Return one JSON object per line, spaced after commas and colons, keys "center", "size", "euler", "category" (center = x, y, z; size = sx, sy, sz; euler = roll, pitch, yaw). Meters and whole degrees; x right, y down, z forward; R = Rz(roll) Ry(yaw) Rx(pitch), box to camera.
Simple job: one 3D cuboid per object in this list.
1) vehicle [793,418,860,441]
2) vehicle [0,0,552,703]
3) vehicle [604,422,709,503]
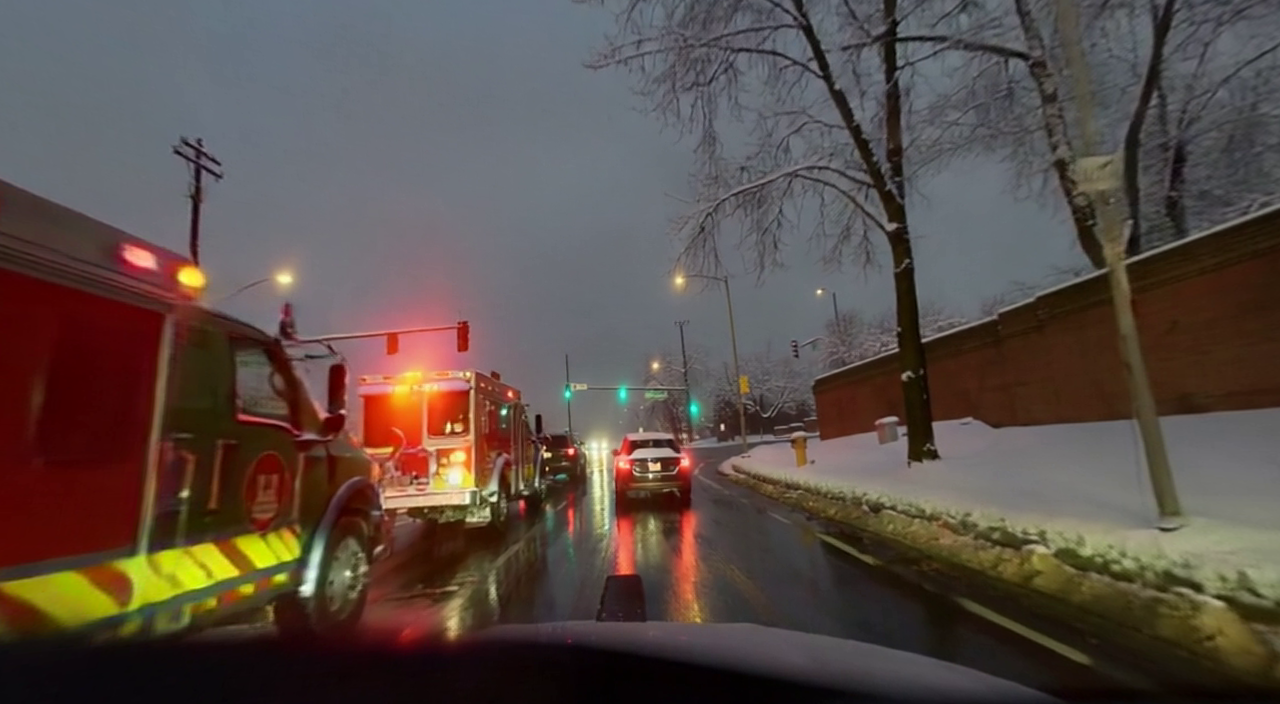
{"center": [14.427, 6.000, 48.920], "size": [4.528, 1.704, 2.073], "euler": [2, -9, -14], "category": "vehicle"}
{"center": [-3.570, 0.580, 6.760], "size": [3.631, 3.655, 12.773], "euler": [0, -8, -1], "category": "vehicle"}
{"center": [0.252, 2.880, 16.914], "size": [2.332, 1.831, 4.930], "euler": [0, -8, -4], "category": "vehicle"}
